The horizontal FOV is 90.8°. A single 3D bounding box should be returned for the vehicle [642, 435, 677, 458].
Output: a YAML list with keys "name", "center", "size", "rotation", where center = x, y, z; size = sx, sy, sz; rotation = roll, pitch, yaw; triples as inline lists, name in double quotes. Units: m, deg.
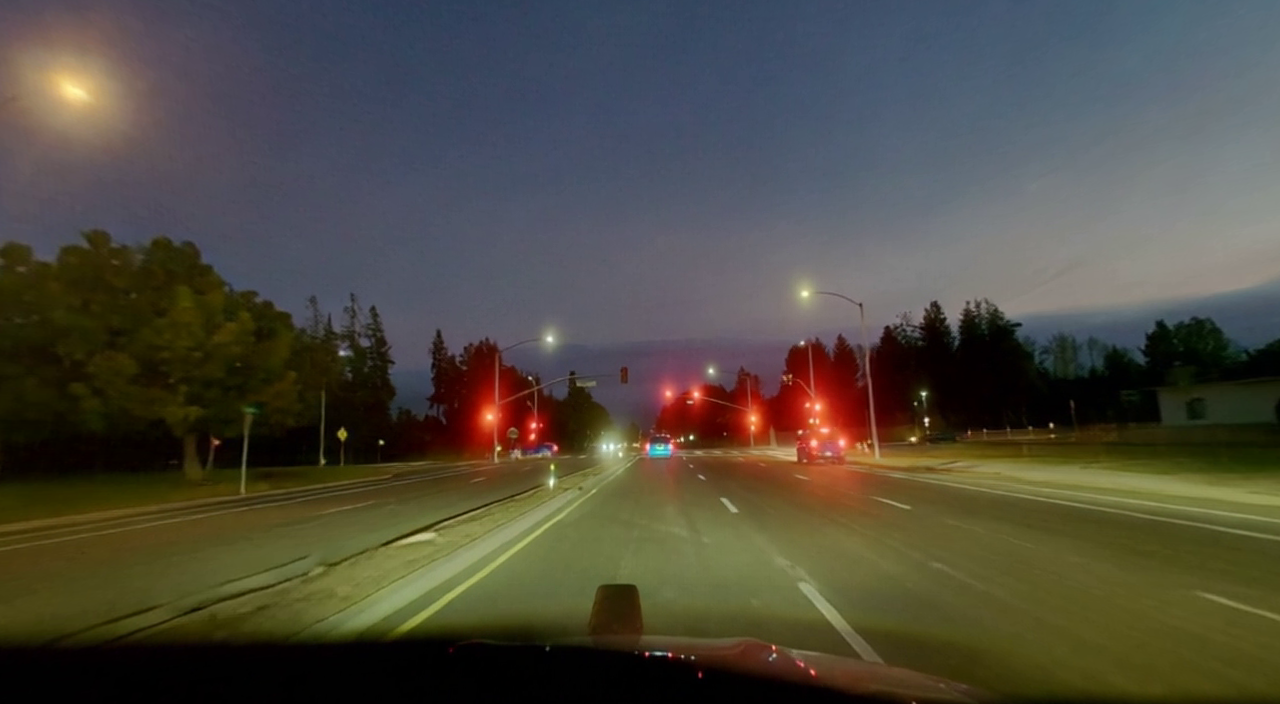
- name: "vehicle"
  center: [1.498, 6.987, 46.603]
  size: [2.074, 1.570, 3.647]
  rotation: [0, -8, 9]
